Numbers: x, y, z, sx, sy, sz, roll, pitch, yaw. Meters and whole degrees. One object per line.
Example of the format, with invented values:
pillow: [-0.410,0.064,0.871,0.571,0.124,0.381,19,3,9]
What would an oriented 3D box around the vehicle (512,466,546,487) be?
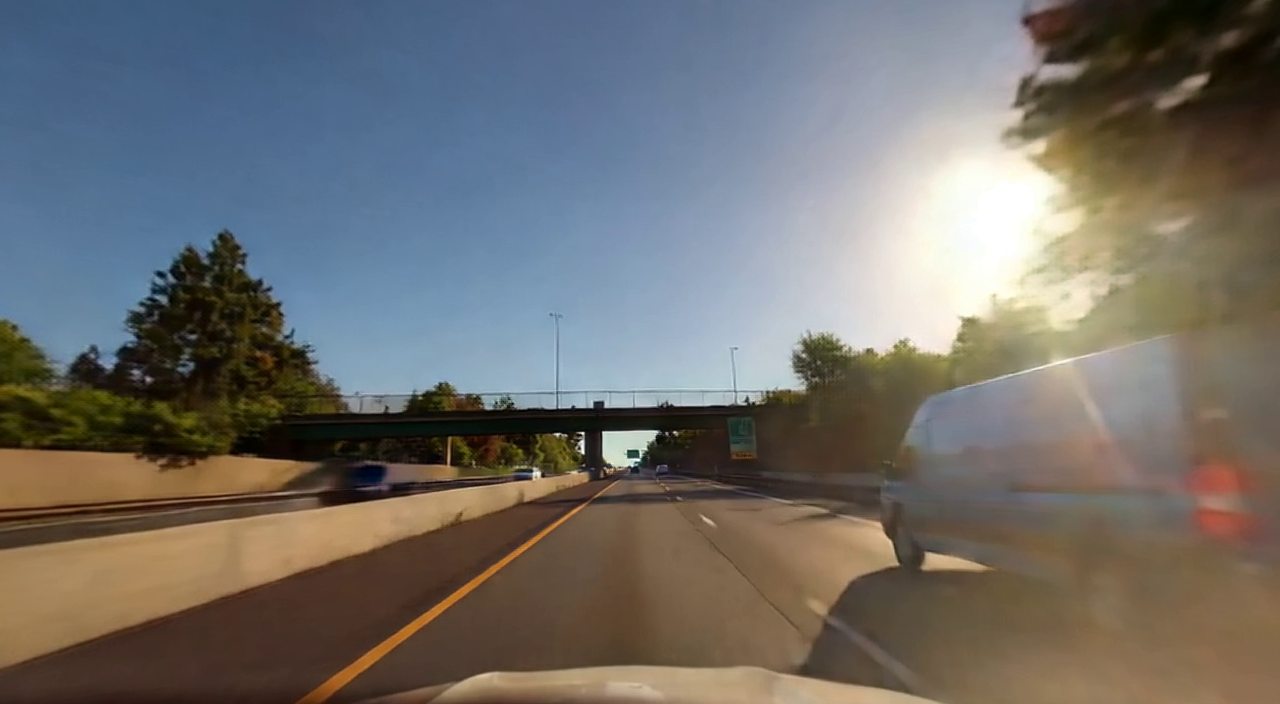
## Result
vehicle: [-8.606,9.706,49.064,1.872,1.514,4.101,1,-10,0]

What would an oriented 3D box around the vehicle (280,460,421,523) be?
vehicle: [-7.969,3.871,17.826,1.947,1.513,4.250,1,-10,0]

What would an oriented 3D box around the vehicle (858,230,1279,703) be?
vehicle: [4.564,1.183,6.135,2.372,2.581,6.763,1,-10,0]
